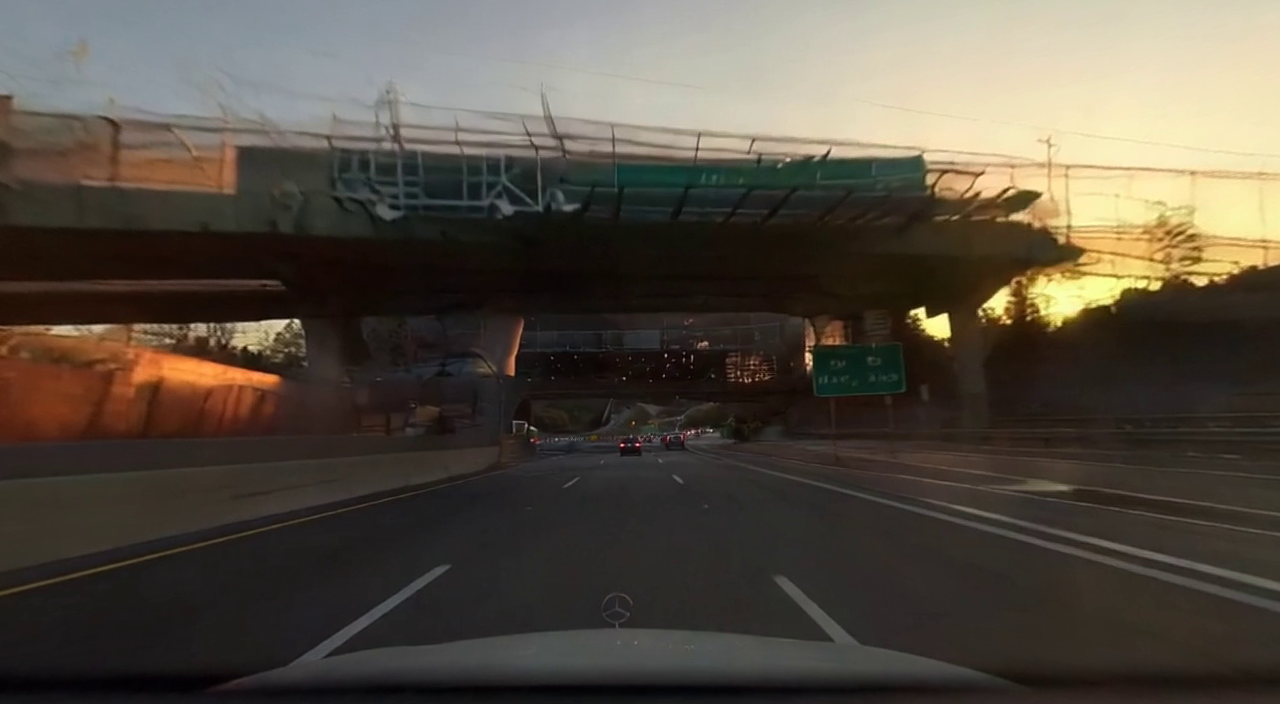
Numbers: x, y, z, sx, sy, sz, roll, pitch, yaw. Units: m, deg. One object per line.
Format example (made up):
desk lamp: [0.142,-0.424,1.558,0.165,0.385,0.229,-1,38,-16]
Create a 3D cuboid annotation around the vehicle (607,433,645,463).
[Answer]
vehicle: [-0.780,5.424,35.784,2.039,1.589,4.324,0,-8,-1]
